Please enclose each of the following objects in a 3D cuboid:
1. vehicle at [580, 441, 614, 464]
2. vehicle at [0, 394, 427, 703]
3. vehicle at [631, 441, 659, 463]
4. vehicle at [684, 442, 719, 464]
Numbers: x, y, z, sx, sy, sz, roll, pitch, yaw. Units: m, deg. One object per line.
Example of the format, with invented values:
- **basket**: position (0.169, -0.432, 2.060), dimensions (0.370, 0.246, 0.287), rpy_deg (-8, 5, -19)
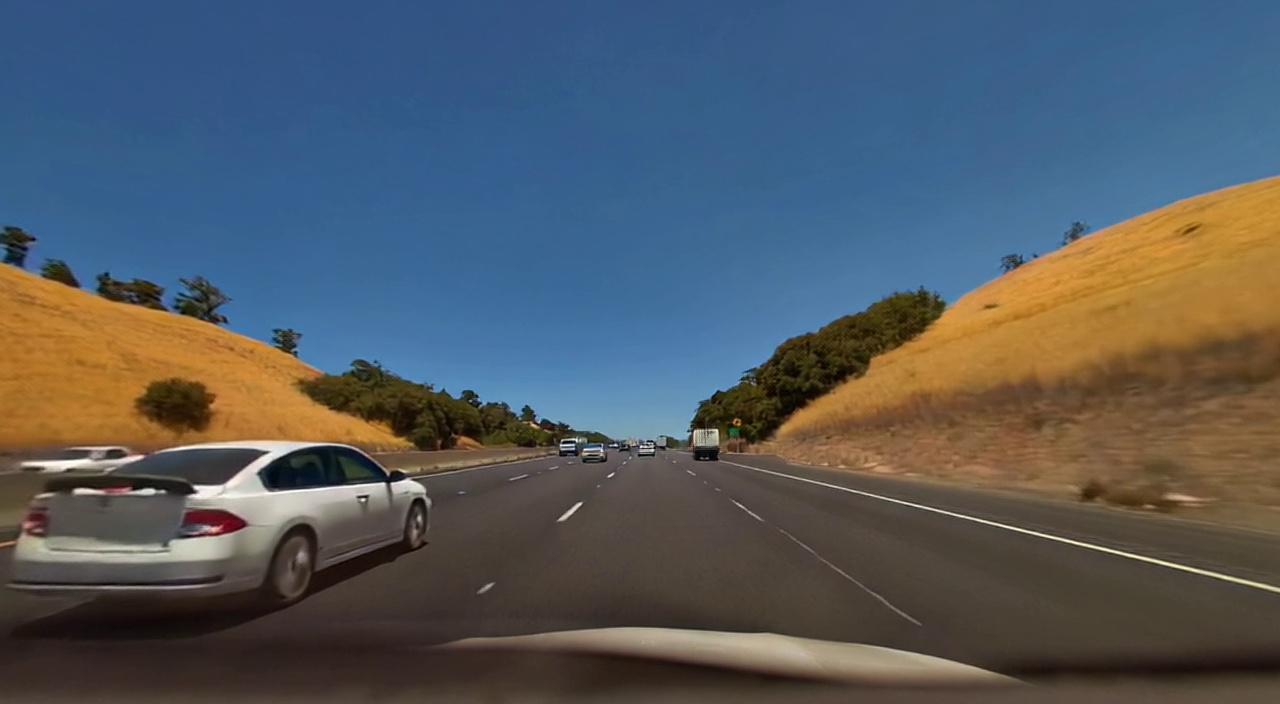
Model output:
- **vehicle**: position (-3.087, 7.359, 46.227), dimensions (2.091, 1.552, 4.516), rpy_deg (0, -8, 0)
- **vehicle**: position (-3.298, 1.225, 4.395), dimensions (1.997, 1.502, 4.554), rpy_deg (0, -8, 0)
- **vehicle**: position (0.359, 7.484, 47.368), dimensions (2.031, 1.566, 3.904), rpy_deg (0, -8, 0)
- **vehicle**: position (4.461, 7.367, 46.335), dimensions (2.027, 1.525, 4.348), rpy_deg (0, -8, -1)
